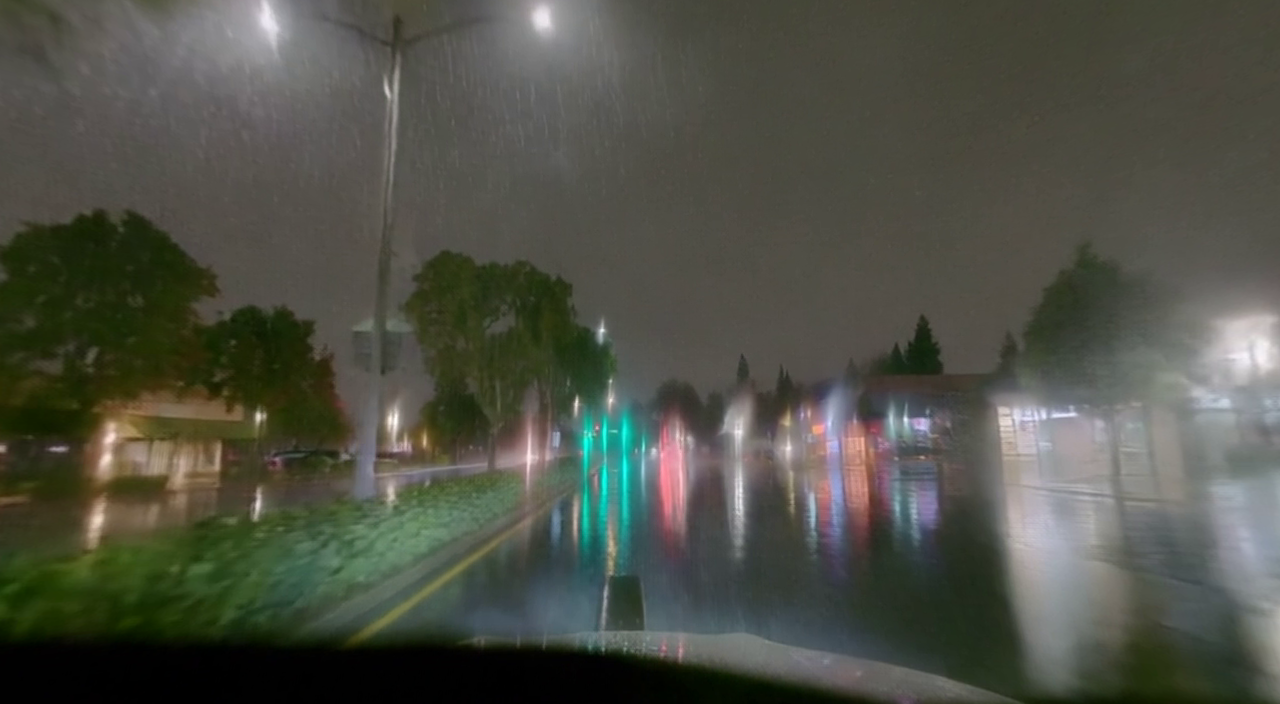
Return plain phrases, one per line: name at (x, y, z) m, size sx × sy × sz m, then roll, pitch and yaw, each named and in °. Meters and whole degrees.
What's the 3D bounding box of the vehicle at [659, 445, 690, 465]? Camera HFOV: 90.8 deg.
vehicle at (2.679, 8.086, 49.841) m, size 1.913 × 1.473 × 4.360 m, roll 0°, pitch -9°, yaw -4°
